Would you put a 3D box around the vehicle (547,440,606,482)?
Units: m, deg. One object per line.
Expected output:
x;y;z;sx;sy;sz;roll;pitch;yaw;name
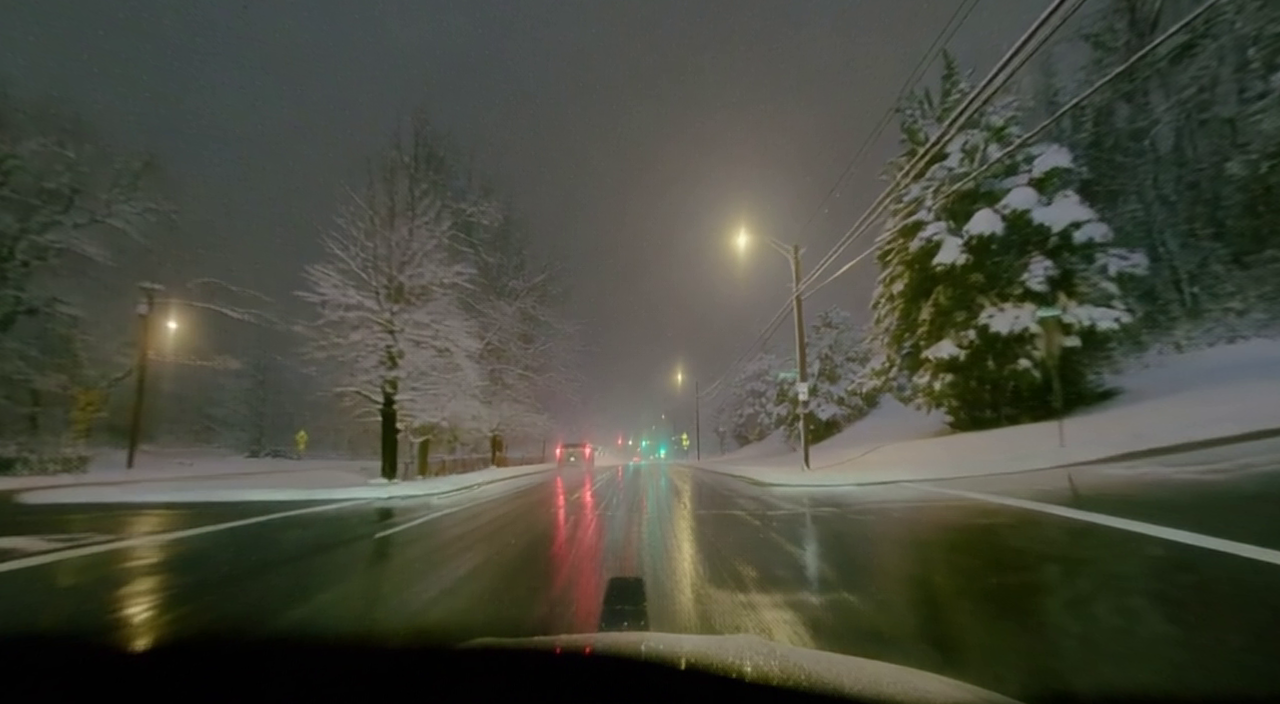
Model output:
-2.666;4.675;27.371;2.016;1.694;4.335;0;-8;1;vehicle
